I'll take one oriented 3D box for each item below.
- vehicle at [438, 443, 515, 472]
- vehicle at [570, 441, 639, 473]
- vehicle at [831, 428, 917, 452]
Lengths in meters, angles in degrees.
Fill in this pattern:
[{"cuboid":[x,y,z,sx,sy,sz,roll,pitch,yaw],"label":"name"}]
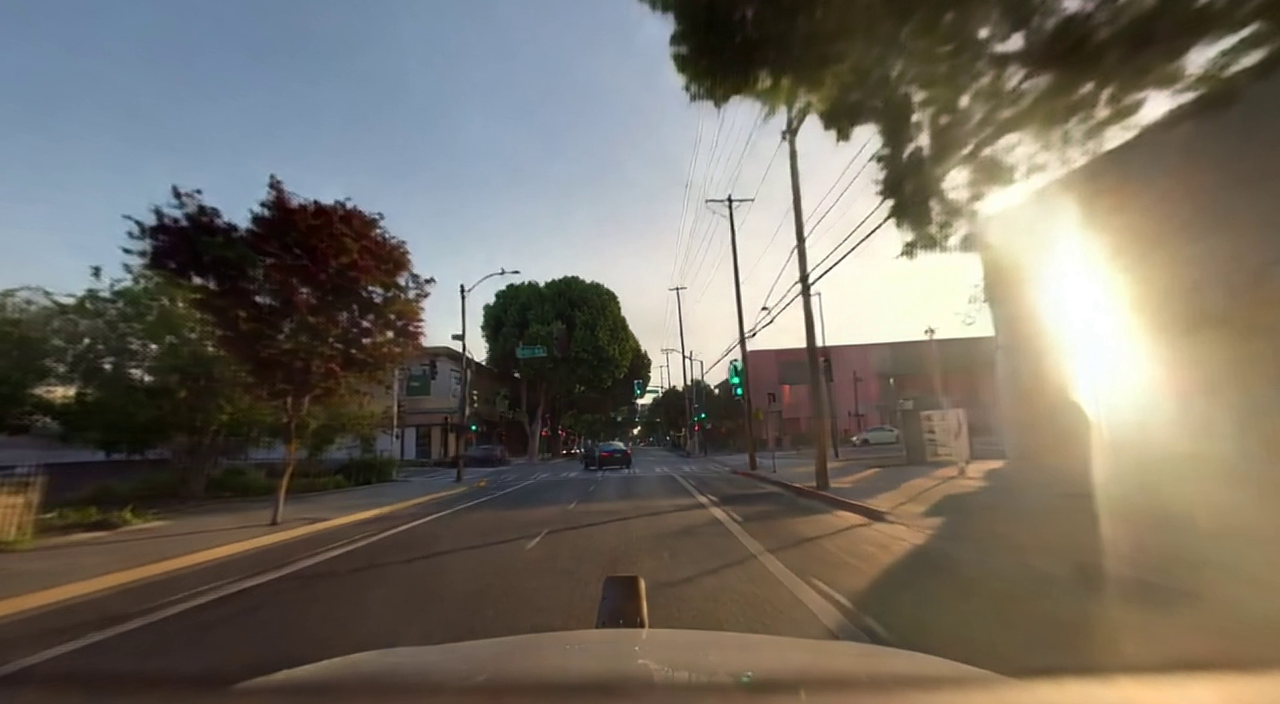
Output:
[{"cuboid":[-10.574,6.788,40.853,4.472,1.736,1.874,-3,-9,19],"label":"vehicle"},{"cuboid":[-1.952,5.425,32.913,2.118,1.478,4.624,4,-9,-23],"label":"vehicle"},{"cuboid":[14.633,5.532,39.717,4.632,1.484,1.907,0,-8,-1],"label":"vehicle"}]
